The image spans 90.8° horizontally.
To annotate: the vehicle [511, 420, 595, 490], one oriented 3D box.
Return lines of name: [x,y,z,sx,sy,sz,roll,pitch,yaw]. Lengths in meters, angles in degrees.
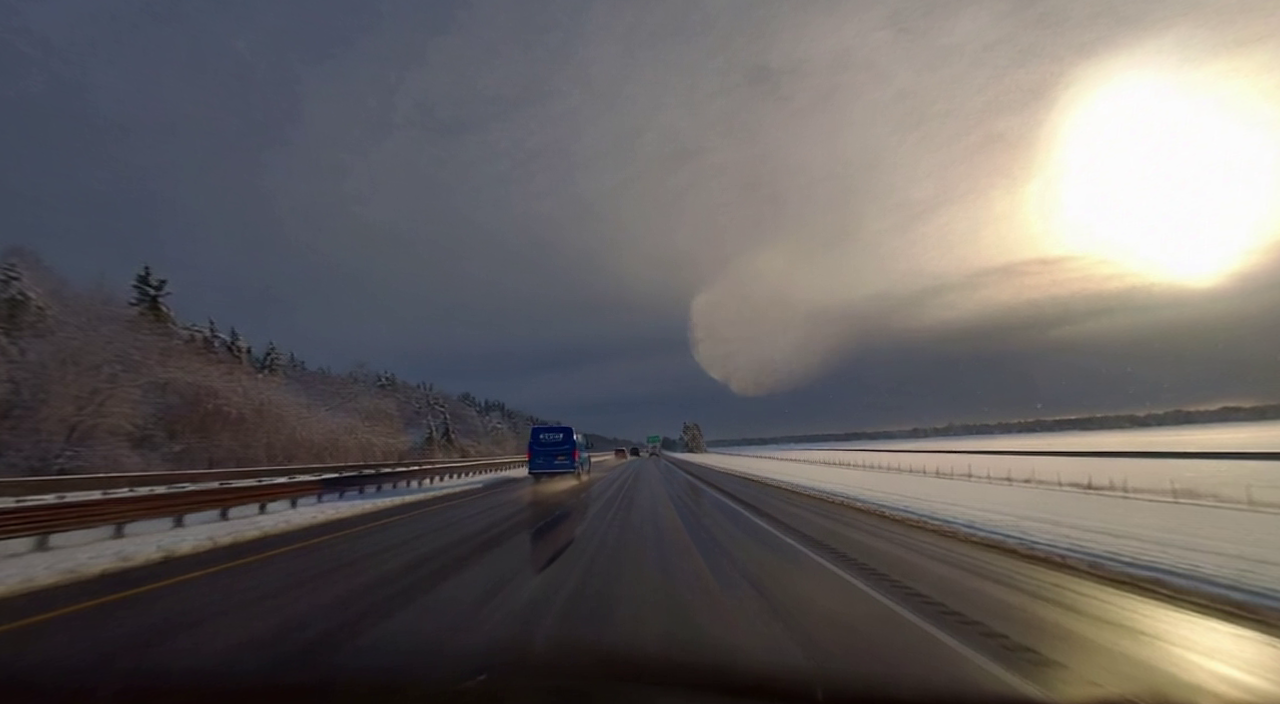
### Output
vehicle: [-3.154,3.923,24.182,2.360,2.367,5.223,0,-9,1]
